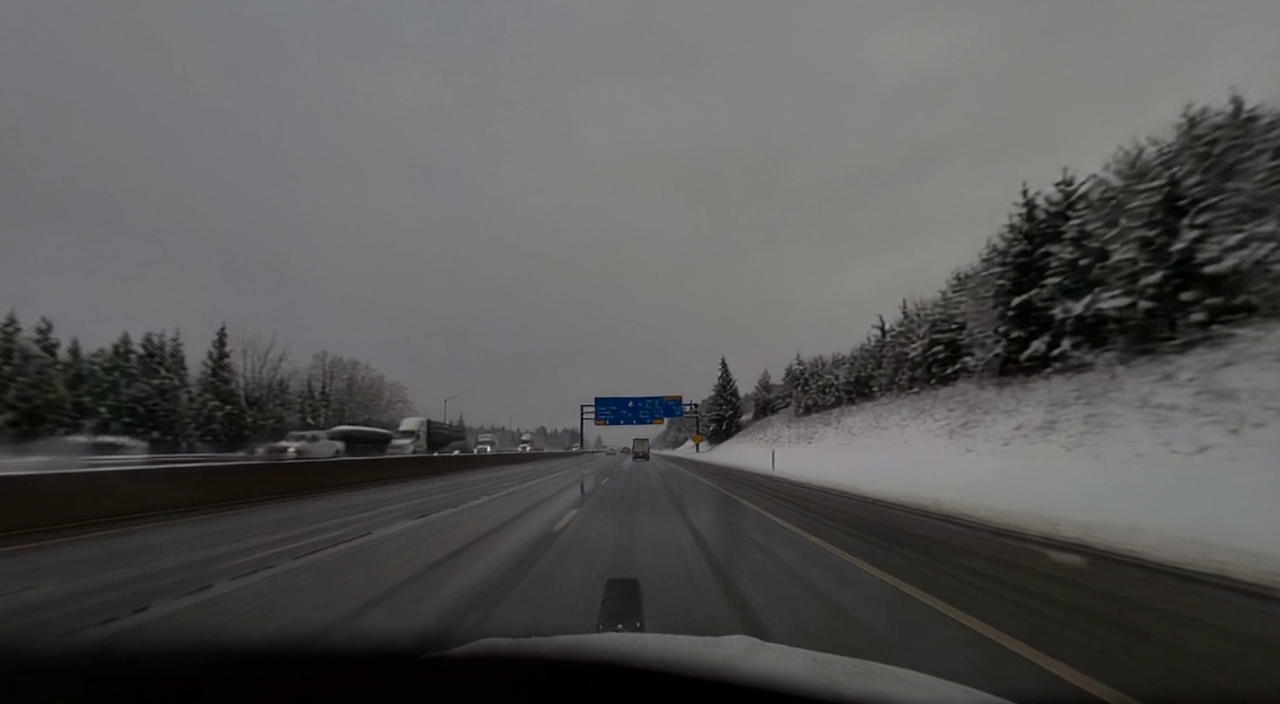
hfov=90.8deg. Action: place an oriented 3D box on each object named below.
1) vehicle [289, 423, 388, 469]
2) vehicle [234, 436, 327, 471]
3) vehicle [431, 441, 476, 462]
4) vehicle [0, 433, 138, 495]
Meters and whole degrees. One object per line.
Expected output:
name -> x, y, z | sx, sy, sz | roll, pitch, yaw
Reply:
vehicle -> -18.748, 5.938, 39.838 | 2.622, 2.633, 6.982 | 0, -9, 1
vehicle -> -18.680, 5.317, 33.063 | 2.040, 1.677, 4.753 | 0, -9, 0
vehicle -> -14.636, 7.830, 49.774 | 2.066, 1.592, 4.822 | 0, -9, 0
vehicle -> -16.377, 3.003, 17.151 | 1.918, 1.483, 4.211 | 0, -9, 1
